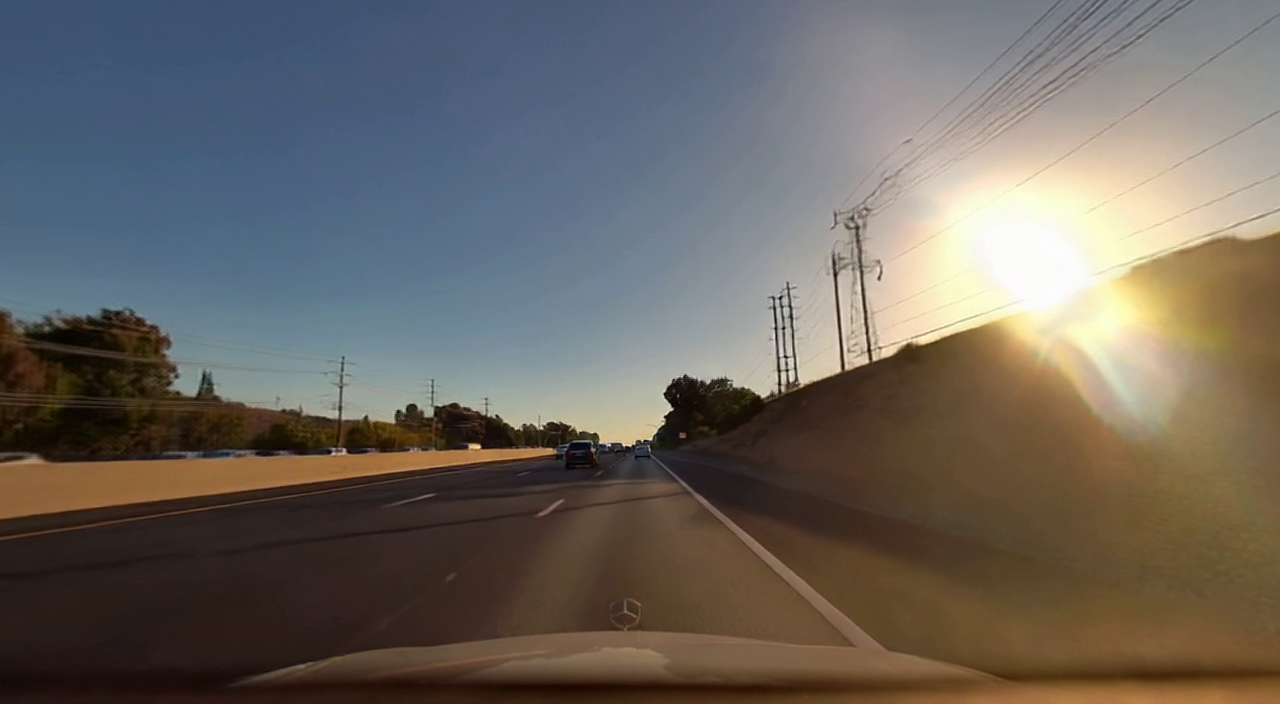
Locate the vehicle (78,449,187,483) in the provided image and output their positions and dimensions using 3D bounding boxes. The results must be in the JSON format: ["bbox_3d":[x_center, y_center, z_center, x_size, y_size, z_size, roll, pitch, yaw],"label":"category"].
[{"bbox_3d":[-27.989,6.247,34.953,2.019,1.725,4.739,0,-9,1],"label":"vehicle"}]

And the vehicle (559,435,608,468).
[{"bbox_3d":[-3.560,6.426,40.700,2.577,1.939,5.408,0,-9,1],"label":"vehicle"}]

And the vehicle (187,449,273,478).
[{"bbox_3d":[-24.353,6.613,37.650,1.955,1.650,4.628,0,-9,1],"label":"vehicle"}]
